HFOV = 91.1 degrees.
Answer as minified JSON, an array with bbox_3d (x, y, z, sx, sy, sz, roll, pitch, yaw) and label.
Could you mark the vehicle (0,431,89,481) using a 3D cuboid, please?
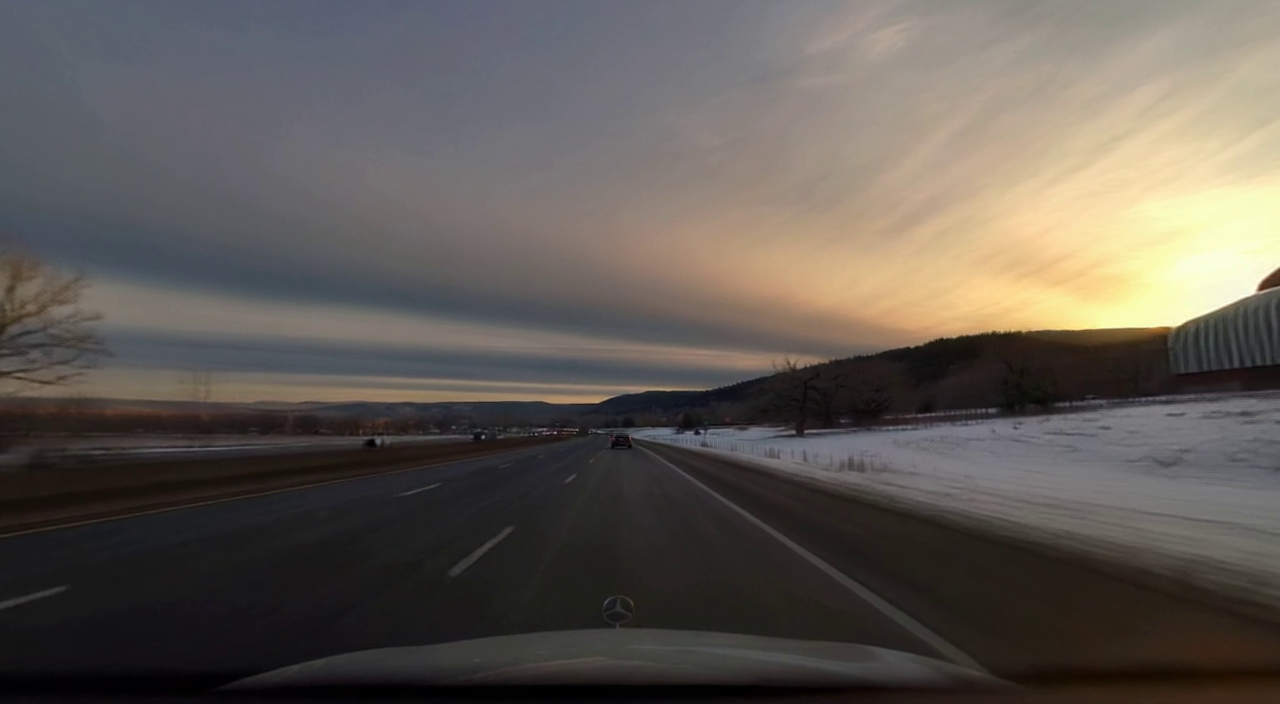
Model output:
[{"bbox_3d":[-19.927,3.223,19.576,1.791,1.467,4.207,0,-8,-1],"label":"vehicle"}]
